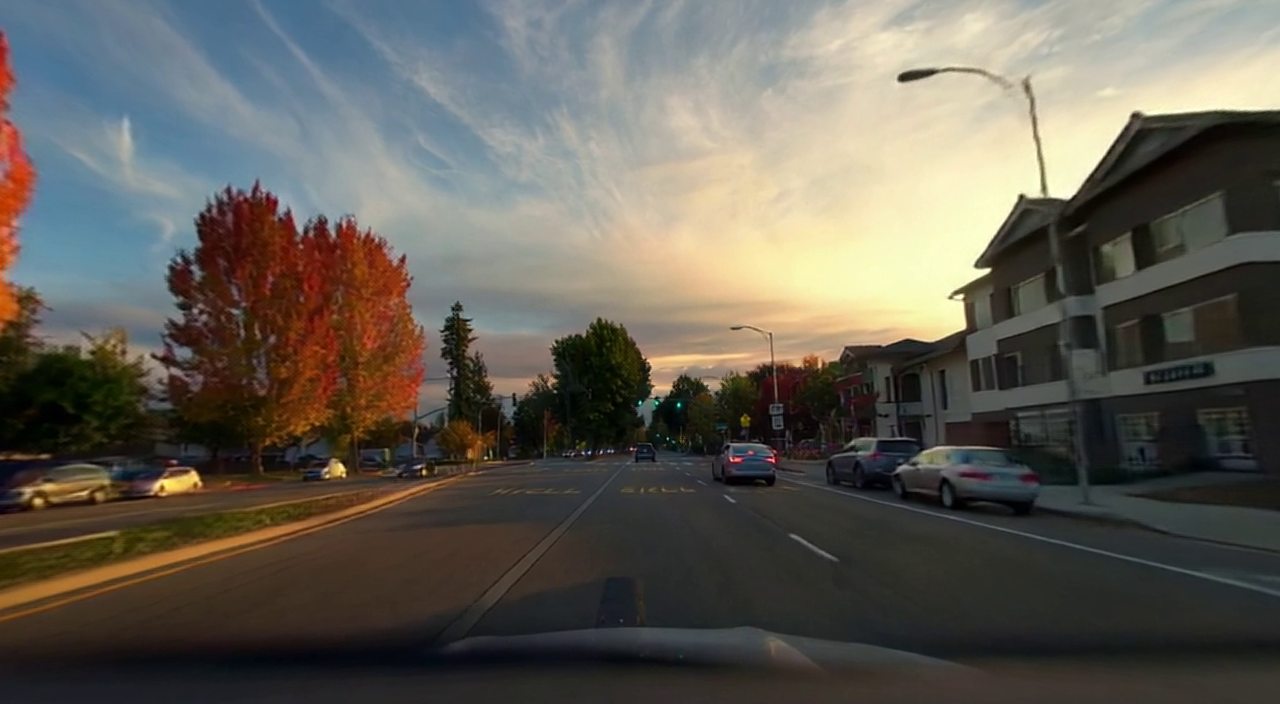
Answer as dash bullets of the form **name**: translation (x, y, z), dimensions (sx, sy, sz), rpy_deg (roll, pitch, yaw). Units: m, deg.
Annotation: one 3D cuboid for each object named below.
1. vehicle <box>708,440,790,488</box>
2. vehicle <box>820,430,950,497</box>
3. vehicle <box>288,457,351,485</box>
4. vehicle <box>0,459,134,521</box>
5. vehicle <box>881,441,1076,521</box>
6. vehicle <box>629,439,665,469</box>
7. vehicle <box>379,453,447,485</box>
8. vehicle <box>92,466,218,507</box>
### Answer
- **vehicle**: translation (3.854, 4.034, 23.007), dimensions (2.178, 1.546, 4.311), rpy_deg (0, -9, 0)
- **vehicle**: translation (7.449, 3.439, 19.839), dimensions (2.128, 1.804, 4.825), rpy_deg (0, -9, 0)
- **vehicle**: translation (-22.038, 8.191, 43.522), dimensions (1.915, 1.686, 4.422), rpy_deg (-1, -9, 2)
- **vehicle**: translation (-21.988, 4.981, 23.218), dimensions (2.142, 1.900, 5.489), rpy_deg (0, -9, -1)
- **vehicle**: translation (7.256, 2.777, 14.157), dimensions (1.928, 1.480, 4.464), rpy_deg (-1, -9, 1)
- **vehicle**: translation (0.413, 6.788, 42.045), dimensions (2.239, 1.856, 4.815), rpy_deg (-1, -9, 0)
- **vehicle**: translation (-12.047, 6.228, 33.721), dimensions (1.988, 1.508, 4.650), rpy_deg (0, -9, -1)
- **vehicle**: translation (-22.038, 6.115, 28.924), dimensions (1.930, 1.542, 4.817), rpy_deg (-1, -9, 0)
